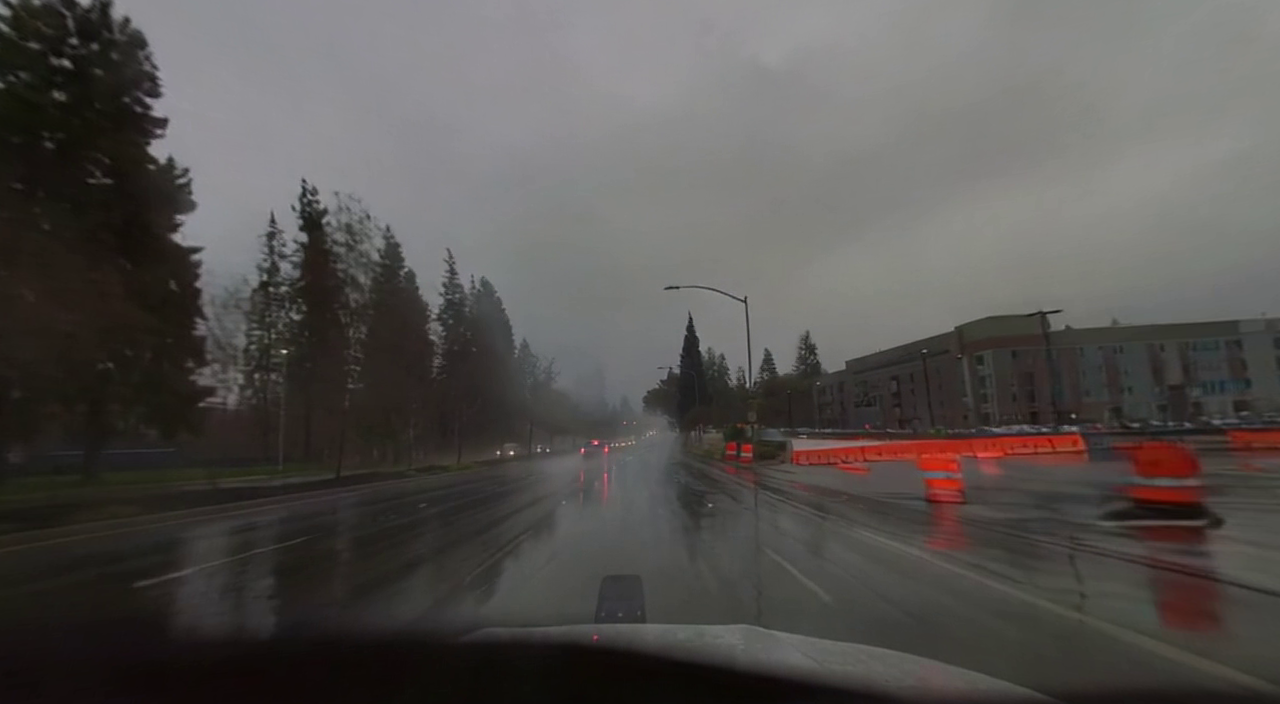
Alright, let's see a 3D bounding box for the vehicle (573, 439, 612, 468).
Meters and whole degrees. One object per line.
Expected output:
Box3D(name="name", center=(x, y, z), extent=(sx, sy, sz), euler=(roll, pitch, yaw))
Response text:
Box3D(name="vehicle", center=(-2.915, 6.350, 39.690), extent=(2.121, 1.654, 3.993), euler=(0, -8, 0))
